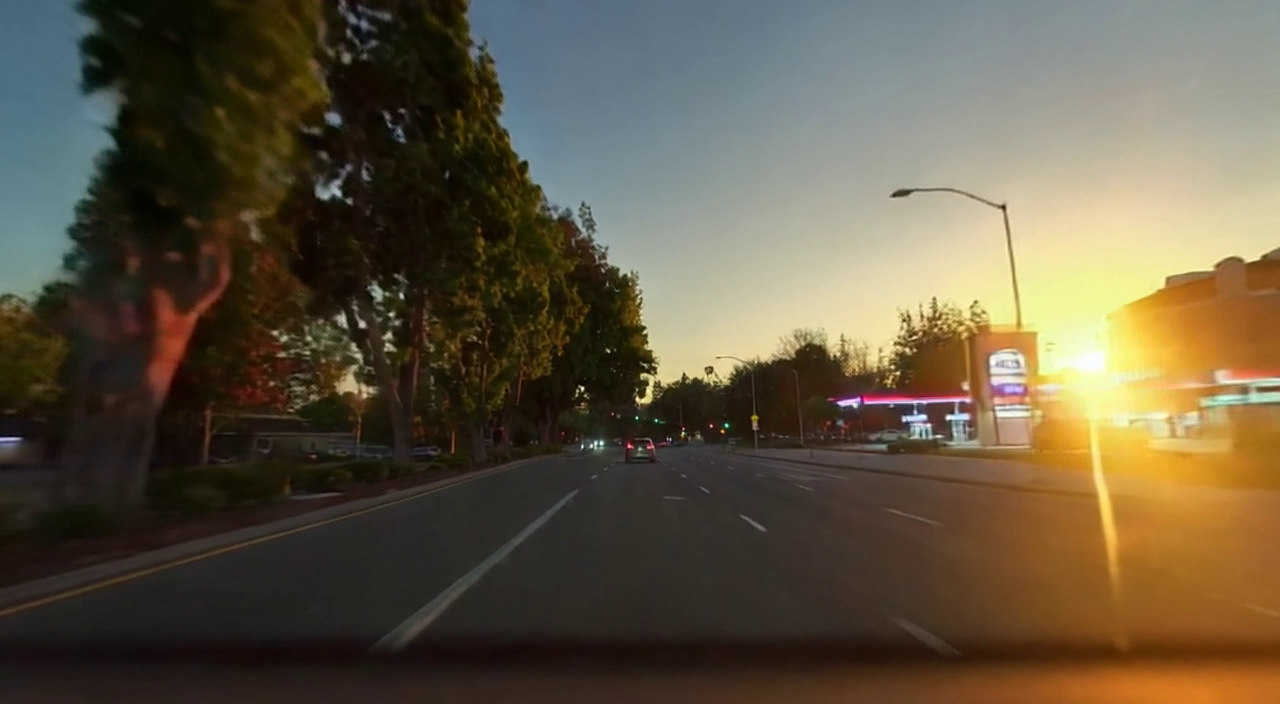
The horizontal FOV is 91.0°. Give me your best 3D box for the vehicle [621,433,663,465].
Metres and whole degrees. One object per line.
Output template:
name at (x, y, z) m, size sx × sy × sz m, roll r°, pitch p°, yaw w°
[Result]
vehicle at (0.091, 5.524, 35.864) m, size 2.213 × 1.715 × 4.242 m, roll 0°, pitch -8°, yaw 0°
